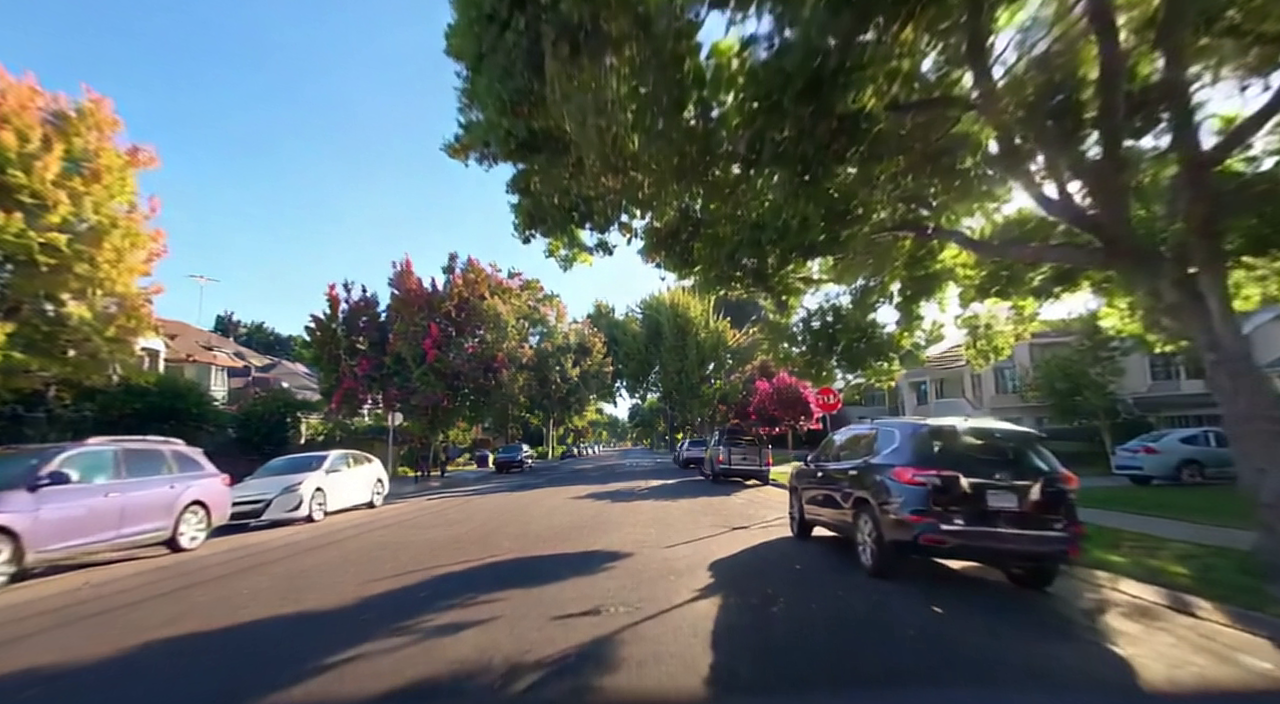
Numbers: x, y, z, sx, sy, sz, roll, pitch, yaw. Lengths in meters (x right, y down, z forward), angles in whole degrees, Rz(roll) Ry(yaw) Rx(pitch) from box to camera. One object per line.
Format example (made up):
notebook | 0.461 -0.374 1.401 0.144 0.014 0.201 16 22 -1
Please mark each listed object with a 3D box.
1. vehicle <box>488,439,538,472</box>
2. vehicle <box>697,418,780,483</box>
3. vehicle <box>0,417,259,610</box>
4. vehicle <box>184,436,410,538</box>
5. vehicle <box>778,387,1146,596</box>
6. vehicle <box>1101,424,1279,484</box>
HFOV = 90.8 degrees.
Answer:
vehicle | -7.419 6.177 37.347 1.980 1.664 4.342 -5 -11 0
vehicle | 3.412 3.580 23.190 2.111 2.054 5.748 0 -8 0
vehicle | -7.124 1.787 7.722 2.058 1.814 4.624 0 -8 -1
vehicle | -6.758 2.729 13.165 2.086 1.516 4.568 -6 -10 1
vehicle | 3.195 1.481 7.545 2.069 1.750 4.294 0 -8 -1
vehicle | 16.018 2.863 17.870 4.369 1.469 1.924 -2 -9 0
